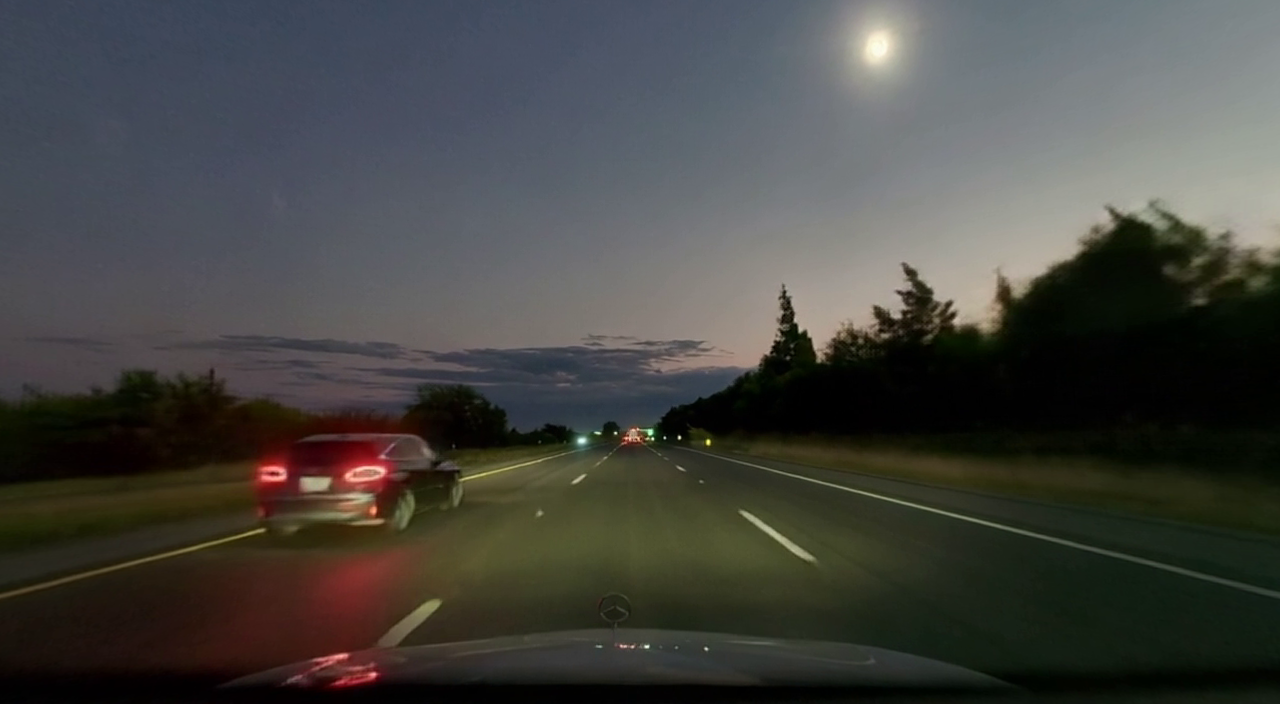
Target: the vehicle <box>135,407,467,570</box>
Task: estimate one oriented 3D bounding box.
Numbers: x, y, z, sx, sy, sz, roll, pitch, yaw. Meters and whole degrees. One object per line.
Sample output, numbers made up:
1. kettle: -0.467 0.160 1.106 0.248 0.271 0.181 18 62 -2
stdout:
1. vehicle: -4.149 1.725 8.824 2.185 1.677 4.390 0 -8 0
